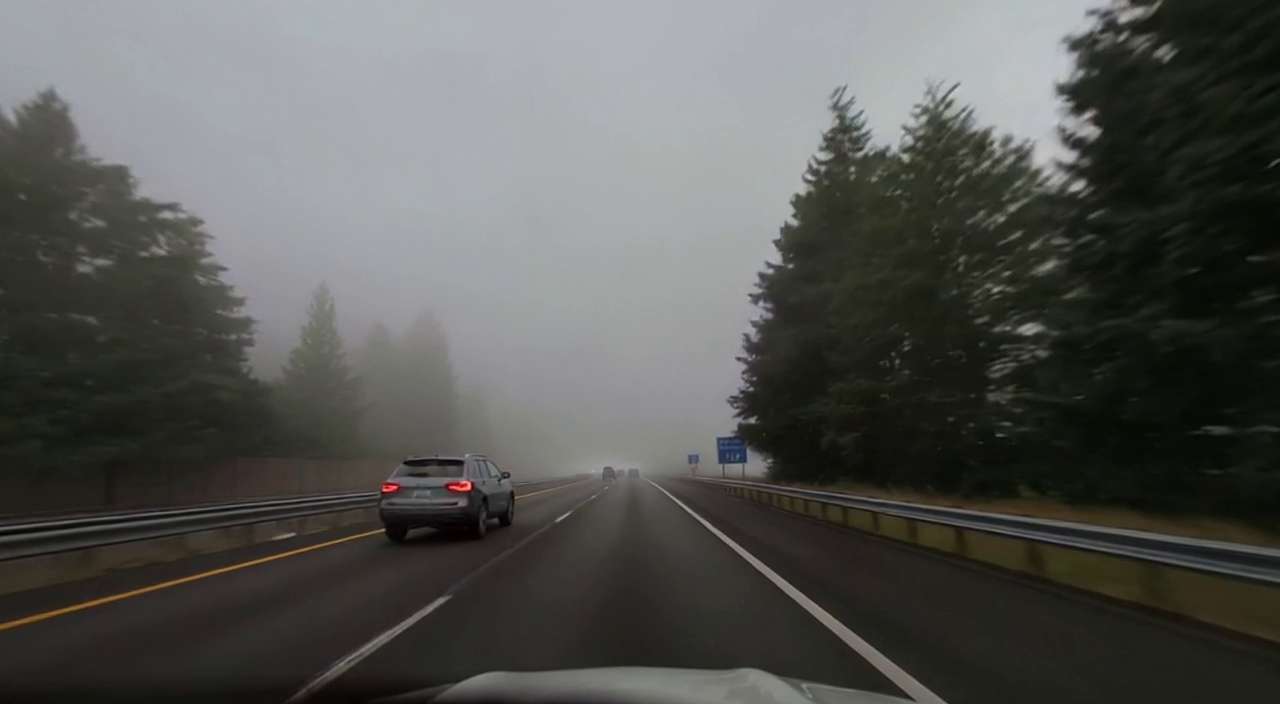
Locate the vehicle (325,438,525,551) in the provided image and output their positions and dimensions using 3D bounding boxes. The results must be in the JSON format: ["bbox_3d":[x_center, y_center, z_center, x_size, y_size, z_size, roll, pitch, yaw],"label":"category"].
[{"bbox_3d":[-3.689,2.601,11.922,2.107,1.668,4.554,1,-11,1],"label":"vehicle"}]
